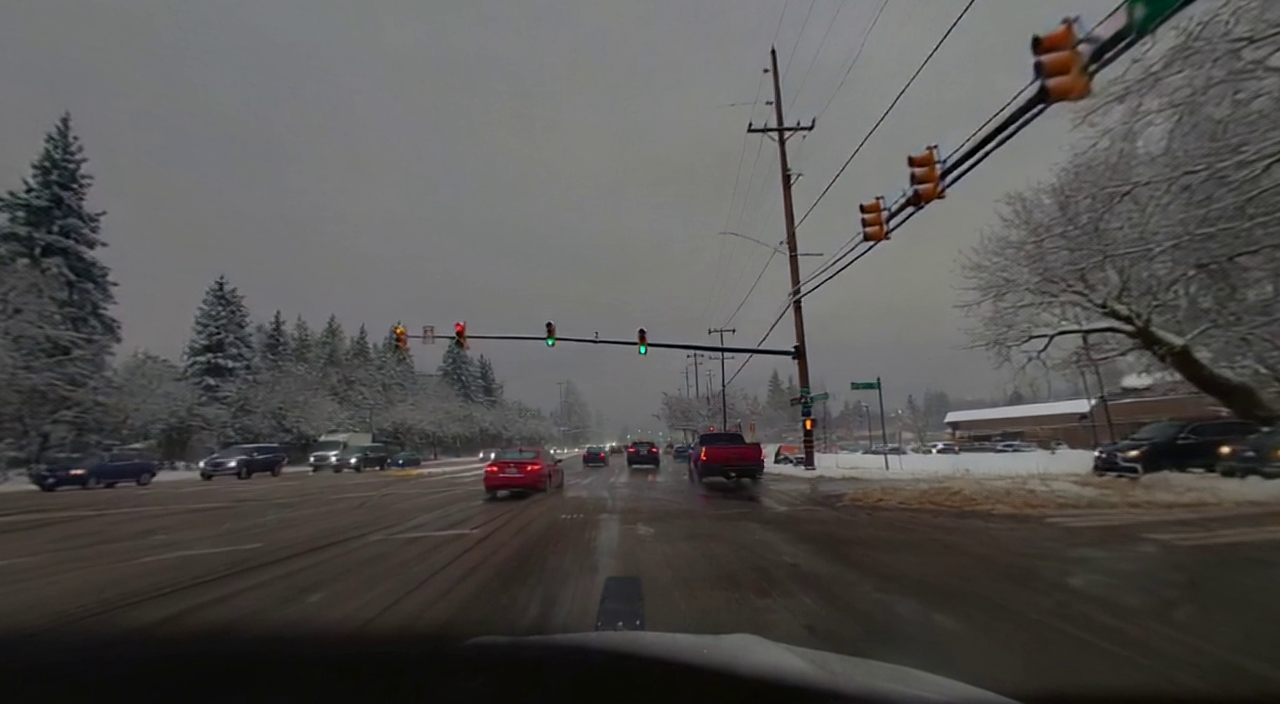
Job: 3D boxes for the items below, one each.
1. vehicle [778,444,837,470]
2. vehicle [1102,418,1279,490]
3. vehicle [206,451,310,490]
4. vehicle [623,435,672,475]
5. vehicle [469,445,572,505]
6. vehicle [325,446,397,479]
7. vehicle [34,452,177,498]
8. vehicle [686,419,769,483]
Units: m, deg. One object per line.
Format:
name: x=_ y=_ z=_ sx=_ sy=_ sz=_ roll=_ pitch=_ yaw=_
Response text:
vehicle: x=11.312 y=7.151 z=43.067 sx=2.010 sy=1.633 sz=4.246 roll=2 pitch=-9 yaw=-14
vehicle: x=15.469 y=2.738 z=16.979 sx=4.681 sy=1.756 sz=2.109 roll=2 pitch=-9 yaw=-9
vehicle: x=-17.950 y=5.545 z=30.009 sx=1.958 sy=1.683 sz=4.559 roll=-1 pitch=-9 yaw=2
vehicle: x=0.507 y=6.021 z=37.091 sx=2.643 sy=2.145 sz=5.585 roll=-1 pitch=-9 yaw=2
vehicle: x=-3.256 y=3.442 z=18.191 sx=1.939 sy=1.494 sz=4.499 roll=-1 pitch=-9 yaw=2
vehicle: x=-17.364 y=6.863 z=39.676 sx=2.000 sy=1.894 sz=5.301 roll=-1 pitch=-9 yaw=1
vehicle: x=-24.435 y=5.618 z=29.208 sx=2.224 sy=1.759 sz=4.994 roll=-4 pitch=-9 yaw=0
vehicle: x=3.908 y=4.646 z=29.871 sx=2.905 sy=2.636 sz=6.895 roll=0 pitch=-9 yaw=0
